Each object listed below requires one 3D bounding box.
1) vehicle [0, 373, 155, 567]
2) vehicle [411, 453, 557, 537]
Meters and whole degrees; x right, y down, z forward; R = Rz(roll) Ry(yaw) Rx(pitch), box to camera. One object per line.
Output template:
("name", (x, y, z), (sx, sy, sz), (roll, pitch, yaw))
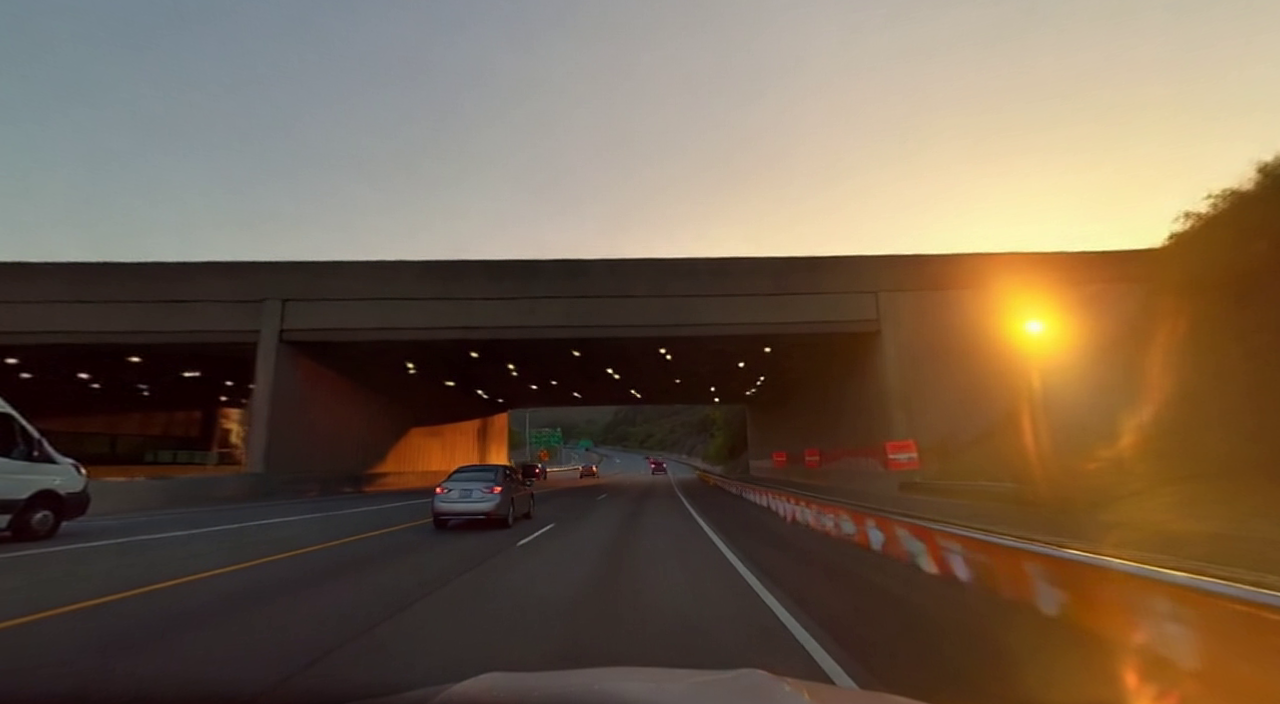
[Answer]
("vehicle", (-9.883, 1.417, 7.649), (2.310, 2.576, 6.321), (-1, -10, 7))
("vehicle", (-3.078, 2.931, 13.296), (1.992, 1.466, 3.690), (0, -10, 2))
